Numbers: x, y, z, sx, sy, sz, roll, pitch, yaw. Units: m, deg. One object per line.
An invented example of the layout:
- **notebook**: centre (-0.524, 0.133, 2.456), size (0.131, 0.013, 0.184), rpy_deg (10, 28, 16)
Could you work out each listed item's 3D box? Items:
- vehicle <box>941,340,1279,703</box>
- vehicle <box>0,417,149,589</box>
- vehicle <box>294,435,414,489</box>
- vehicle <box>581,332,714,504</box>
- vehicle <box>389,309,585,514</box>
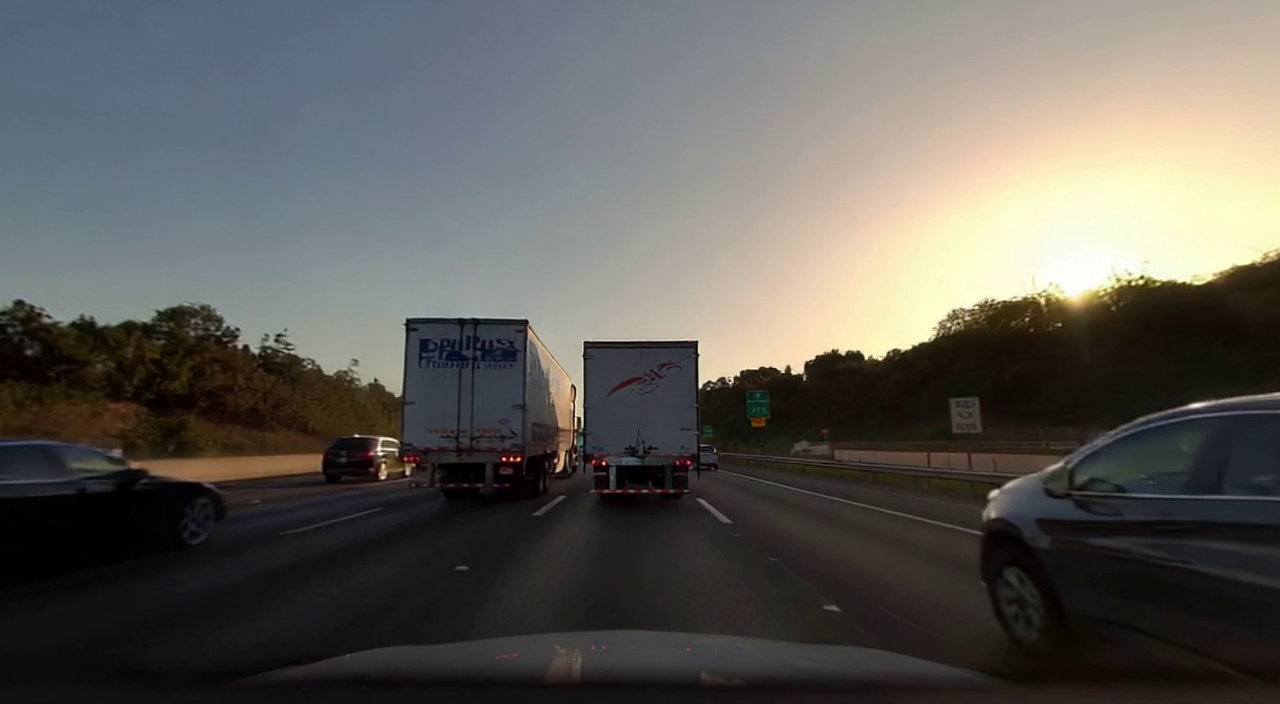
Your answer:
- **vehicle**: centre (3.912, 0.935, 3.511), size (2.136, 1.753, 4.644), rpy_deg (0, -9, 0)
- **vehicle**: centre (-7.389, 1.451, 5.916), size (2.017, 1.694, 4.420), rpy_deg (0, -9, -1)
- **vehicle**: centre (-10.992, 4.261, 24.889), size (2.120, 1.862, 5.530), rpy_deg (0, -9, 0)
- **vehicle**: centre (0.087, 2.167, 18.953), size (2.910, 3.828, 9.805), rpy_deg (0, -9, -1)
- **vehicle**: centre (-3.729, 2.361, 20.633), size (2.873, 4.107, 15.970), rpy_deg (0, -9, -2)
